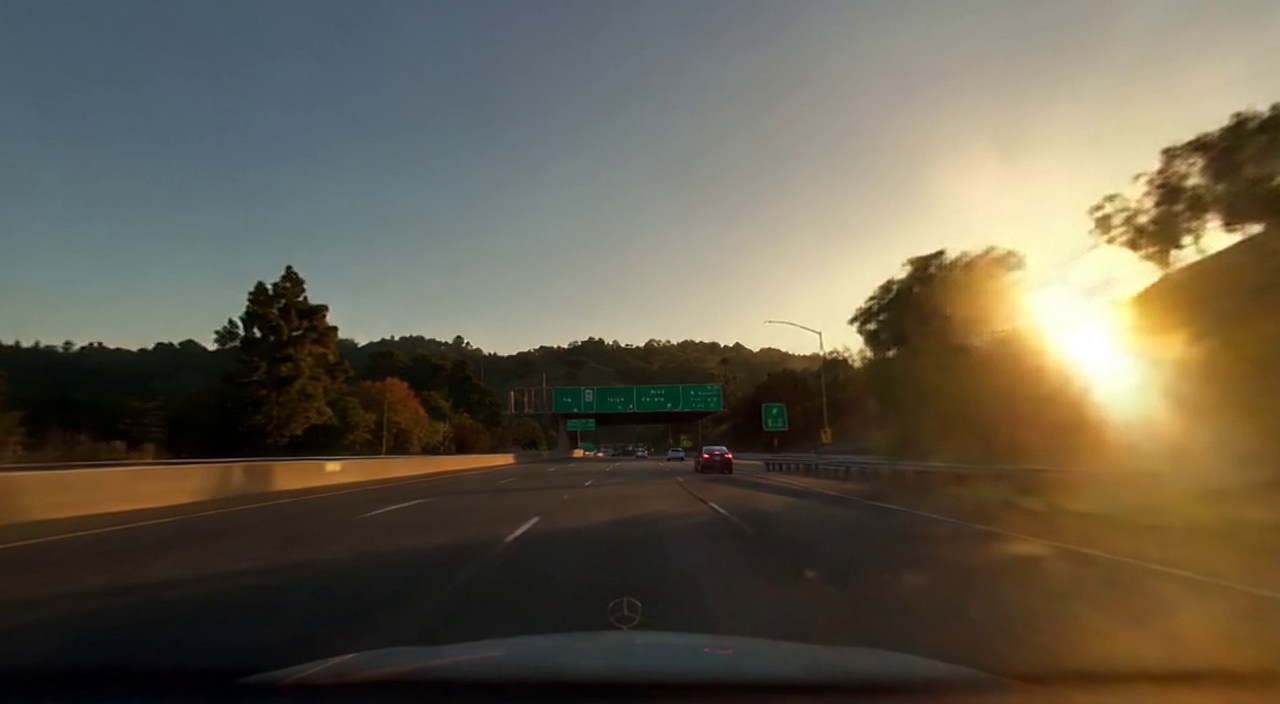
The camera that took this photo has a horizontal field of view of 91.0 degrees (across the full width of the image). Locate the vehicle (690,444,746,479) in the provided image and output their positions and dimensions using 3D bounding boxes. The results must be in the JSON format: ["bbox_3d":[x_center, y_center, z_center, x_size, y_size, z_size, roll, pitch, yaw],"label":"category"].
[{"bbox_3d":[3.564,5.071,29.533,2.033,1.501,4.398,0,-9,-1],"label":"vehicle"}]
